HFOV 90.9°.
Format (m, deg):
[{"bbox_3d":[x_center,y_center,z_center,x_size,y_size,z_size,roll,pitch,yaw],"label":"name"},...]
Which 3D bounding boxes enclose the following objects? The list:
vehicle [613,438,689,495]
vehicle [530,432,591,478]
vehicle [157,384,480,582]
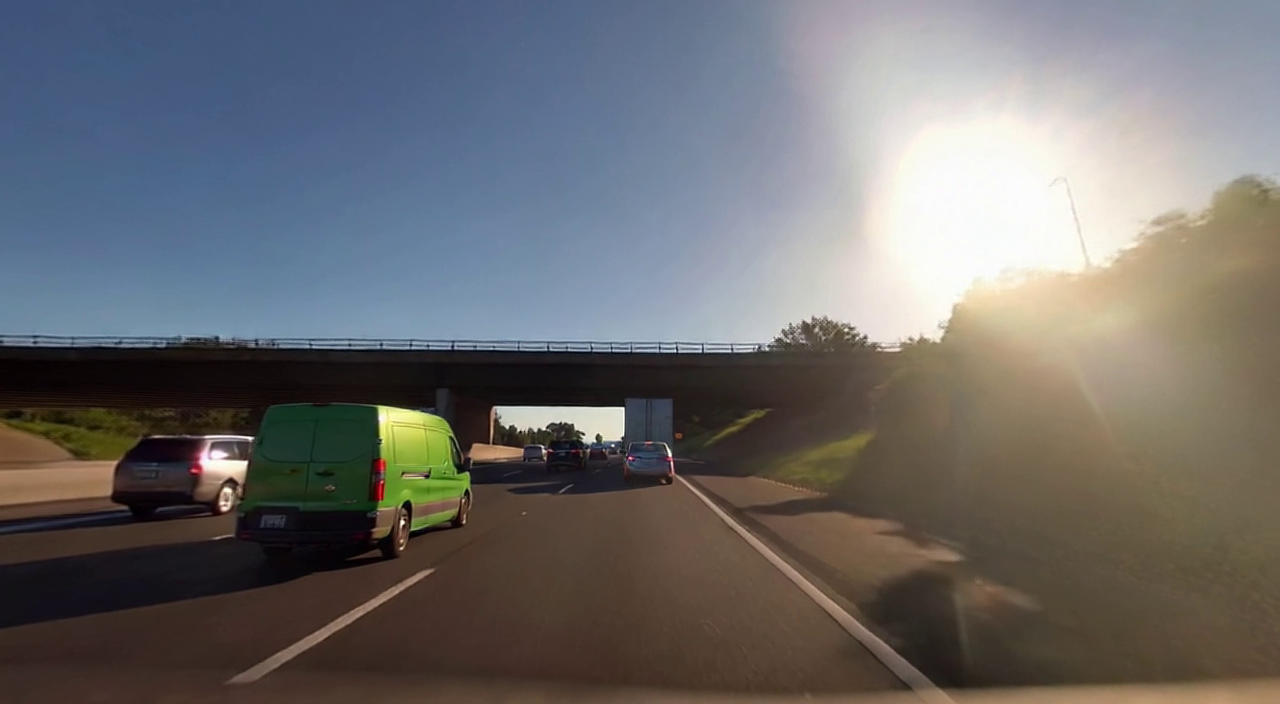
[{"bbox_3d":[0.274,3.288,18.364,1.991,1.507,3.391,0,-9,0],"label":"vehicle"},{"bbox_3d":[-3.380,4.509,27.740,2.068,1.862,4.234,0,-9,1],"label":"vehicle"},{"bbox_3d":[-3.580,1.547,8.063,1.951,1.882,3.979,0,-9,1],"label":"vehicle"}]
